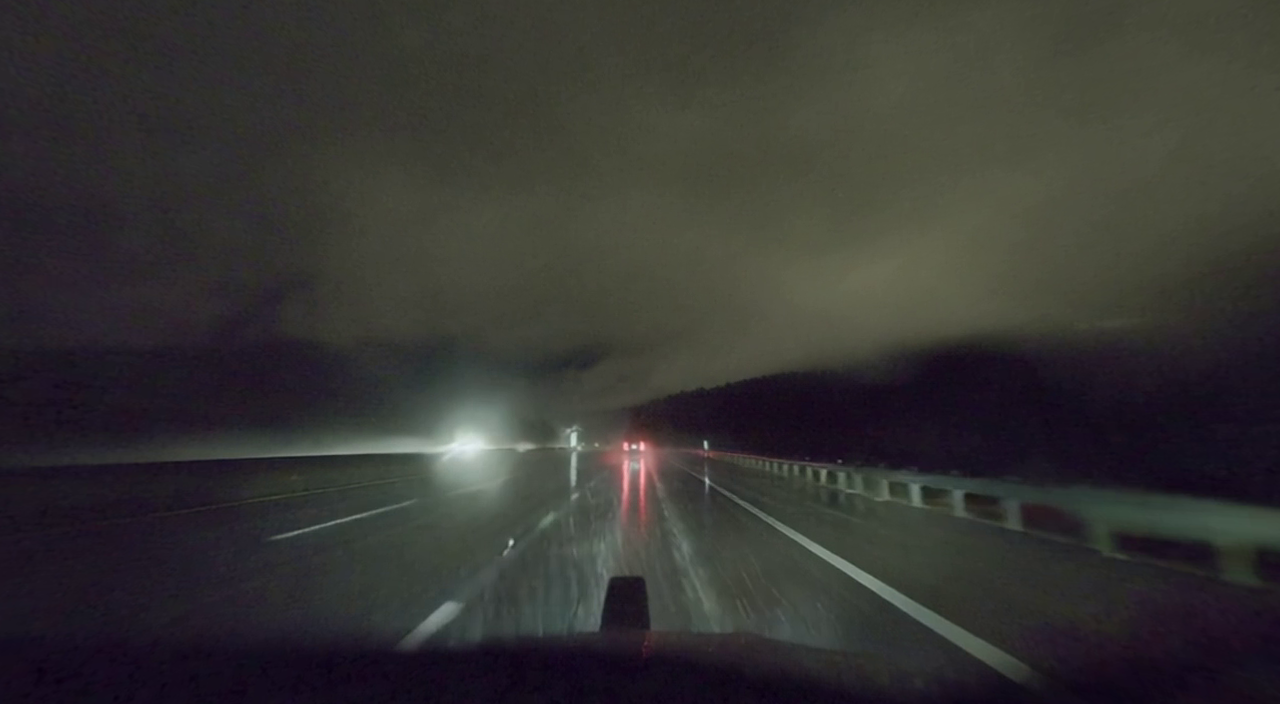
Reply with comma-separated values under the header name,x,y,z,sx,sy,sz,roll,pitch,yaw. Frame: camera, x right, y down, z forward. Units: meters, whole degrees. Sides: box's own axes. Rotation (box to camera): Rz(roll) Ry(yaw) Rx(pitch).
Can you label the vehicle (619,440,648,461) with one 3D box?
name,x,y,z,sx,sy,sz,roll,pitch,yaw
vehicle,-0.487,7.530,48.134,2.083,1.524,4.251,0,-8,0
